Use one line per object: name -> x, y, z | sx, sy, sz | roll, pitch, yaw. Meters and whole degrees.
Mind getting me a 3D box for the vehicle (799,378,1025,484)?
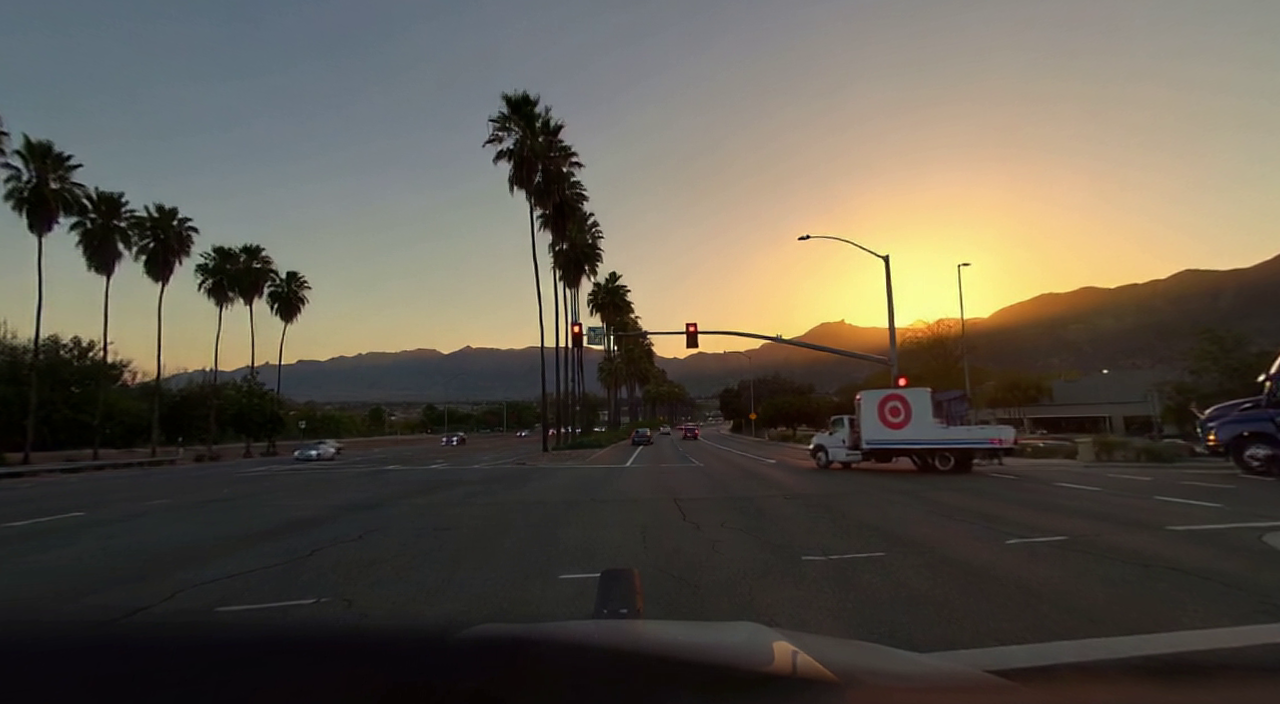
vehicle -> 10.118, 3.050, 23.809 | 7.088, 3.414, 3.237 | -6, -11, 37
